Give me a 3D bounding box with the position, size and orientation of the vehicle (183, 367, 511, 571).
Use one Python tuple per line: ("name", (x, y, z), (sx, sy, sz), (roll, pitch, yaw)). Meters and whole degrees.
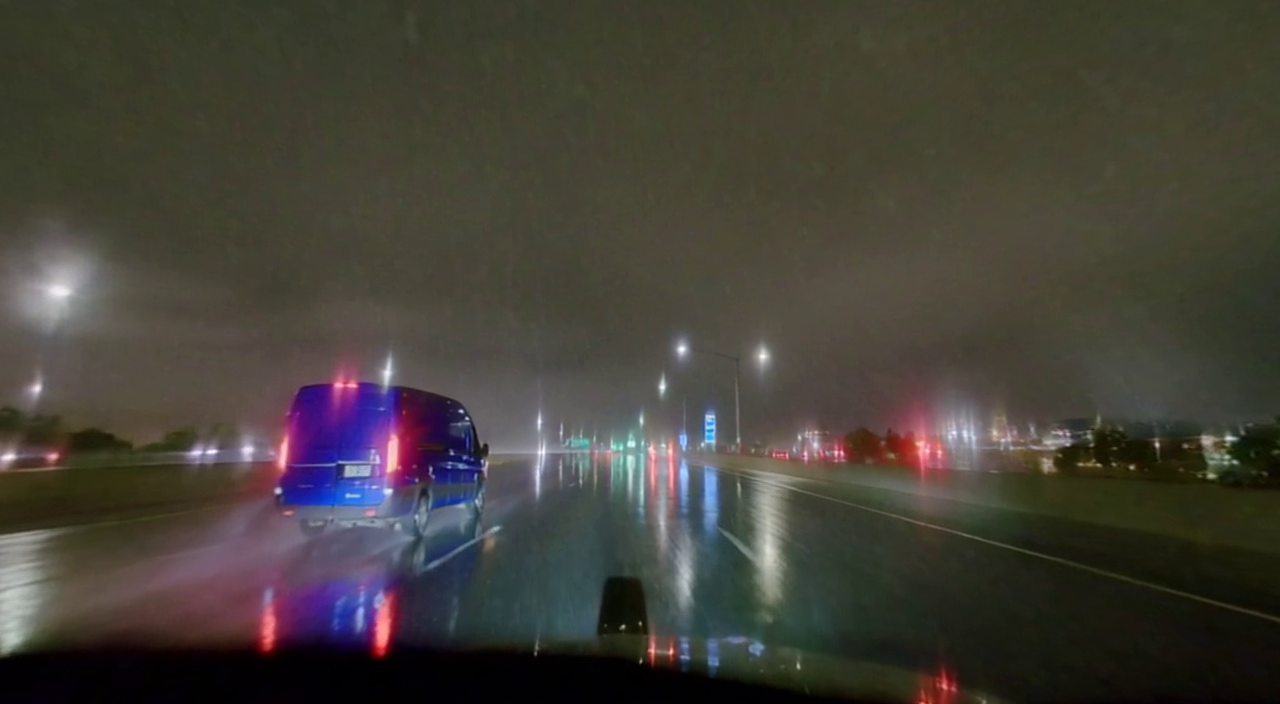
("vehicle", (-3.797, 1.687, 9.714), (2.372, 2.248, 5.393), (0, -9, 1))
